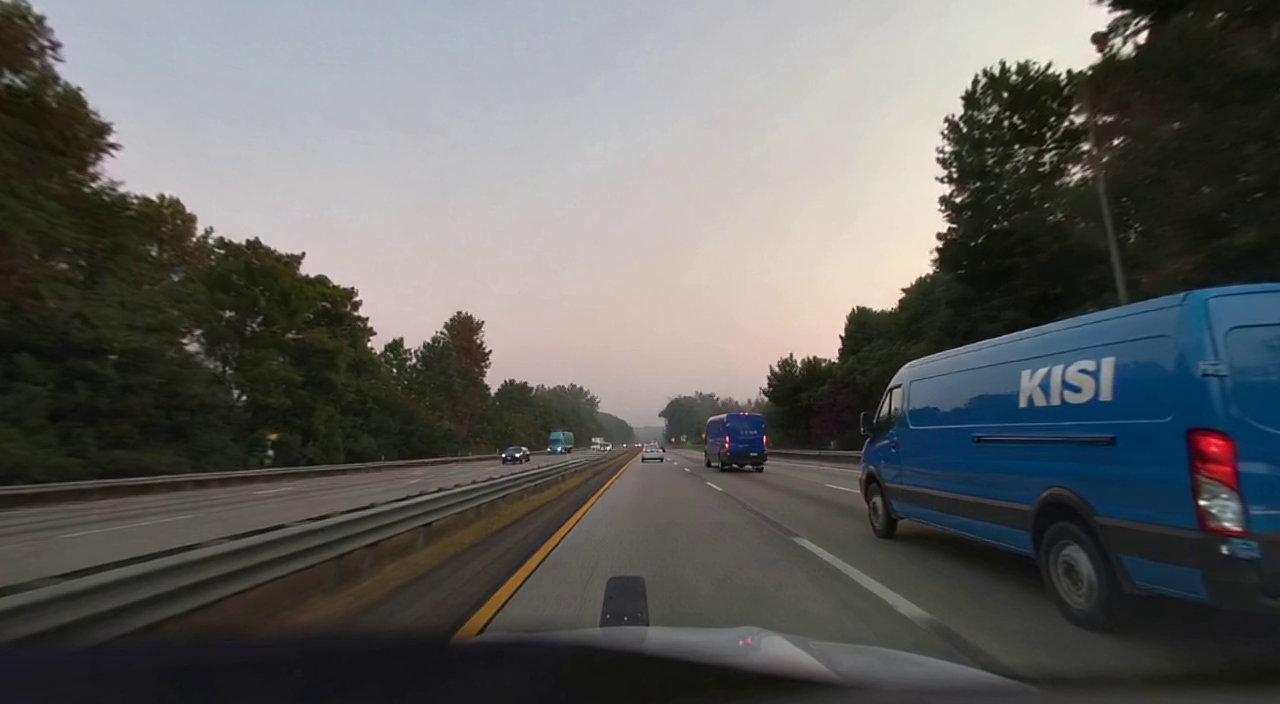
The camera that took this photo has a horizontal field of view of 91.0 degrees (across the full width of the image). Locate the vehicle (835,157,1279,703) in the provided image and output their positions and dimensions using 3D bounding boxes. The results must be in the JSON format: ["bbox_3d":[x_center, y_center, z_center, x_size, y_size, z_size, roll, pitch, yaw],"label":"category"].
[{"bbox_3d":[4.209,0.901,6.084,2.393,2.679,7.059,0,-8,0],"label":"vehicle"}]

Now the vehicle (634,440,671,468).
[{"bbox_3d":[0.777,6.182,38.377,2.121,1.590,4.434,0,-8,1],"label":"vehicle"}]
